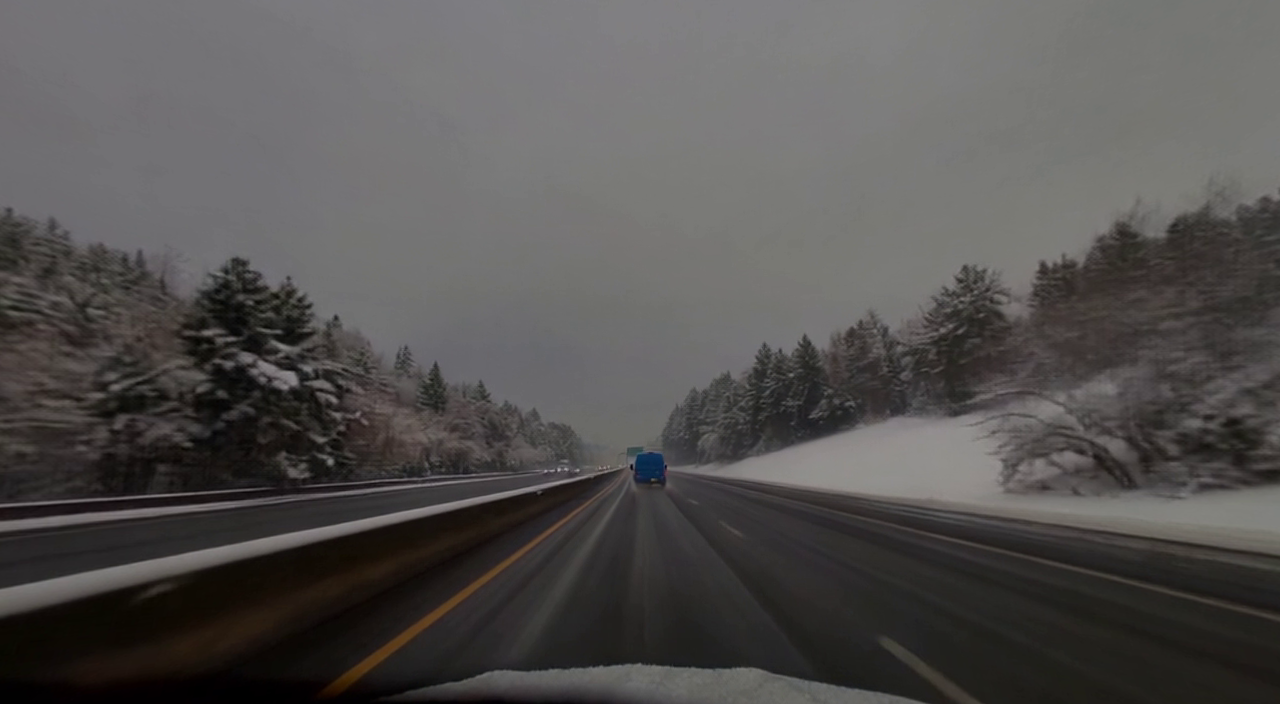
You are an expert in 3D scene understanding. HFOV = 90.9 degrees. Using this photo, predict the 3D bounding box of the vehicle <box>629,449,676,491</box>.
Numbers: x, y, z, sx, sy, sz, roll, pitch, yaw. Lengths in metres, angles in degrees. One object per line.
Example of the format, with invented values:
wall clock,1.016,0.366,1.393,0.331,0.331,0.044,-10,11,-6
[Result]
vehicle,0.662,6.748,36.015,2.429,2.167,4.558,1,-11,-2
